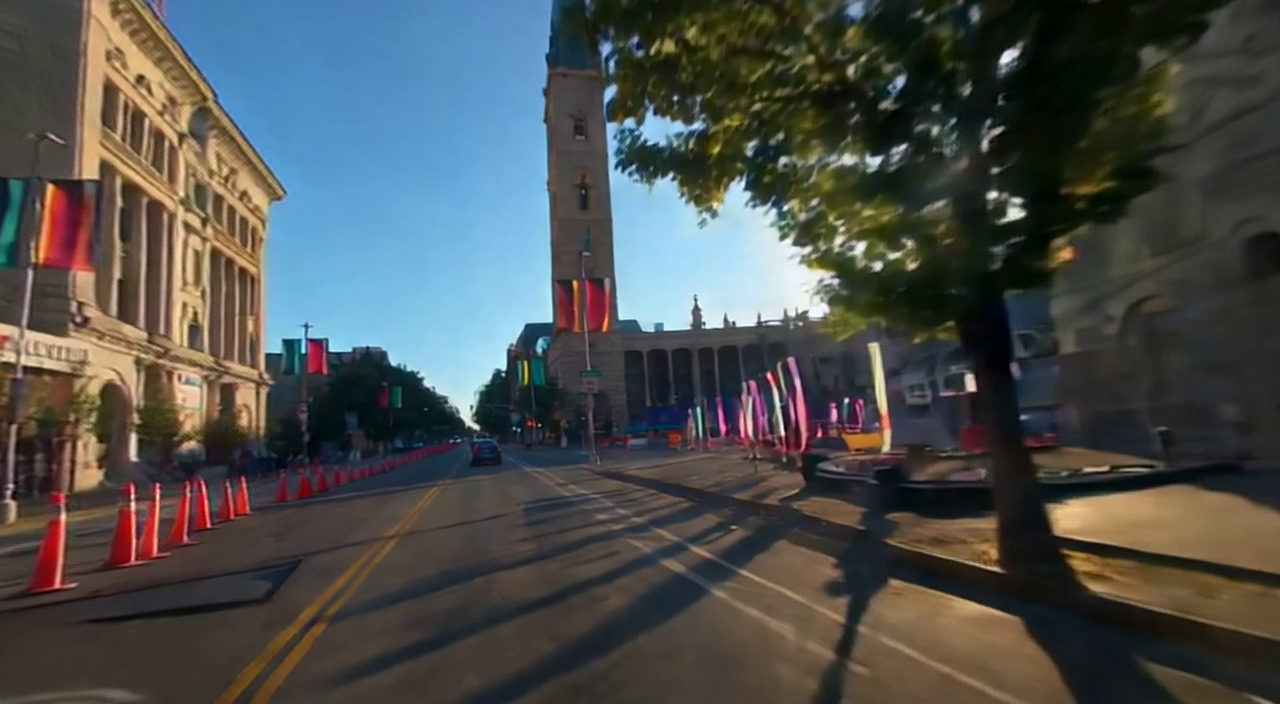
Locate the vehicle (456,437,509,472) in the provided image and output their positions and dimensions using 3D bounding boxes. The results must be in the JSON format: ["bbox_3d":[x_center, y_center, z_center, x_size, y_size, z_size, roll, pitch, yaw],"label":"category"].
[{"bbox_3d":[-7.593,4.885,30.187,2.216,1.492,4.725,2,-9,-15],"label":"vehicle"}]
